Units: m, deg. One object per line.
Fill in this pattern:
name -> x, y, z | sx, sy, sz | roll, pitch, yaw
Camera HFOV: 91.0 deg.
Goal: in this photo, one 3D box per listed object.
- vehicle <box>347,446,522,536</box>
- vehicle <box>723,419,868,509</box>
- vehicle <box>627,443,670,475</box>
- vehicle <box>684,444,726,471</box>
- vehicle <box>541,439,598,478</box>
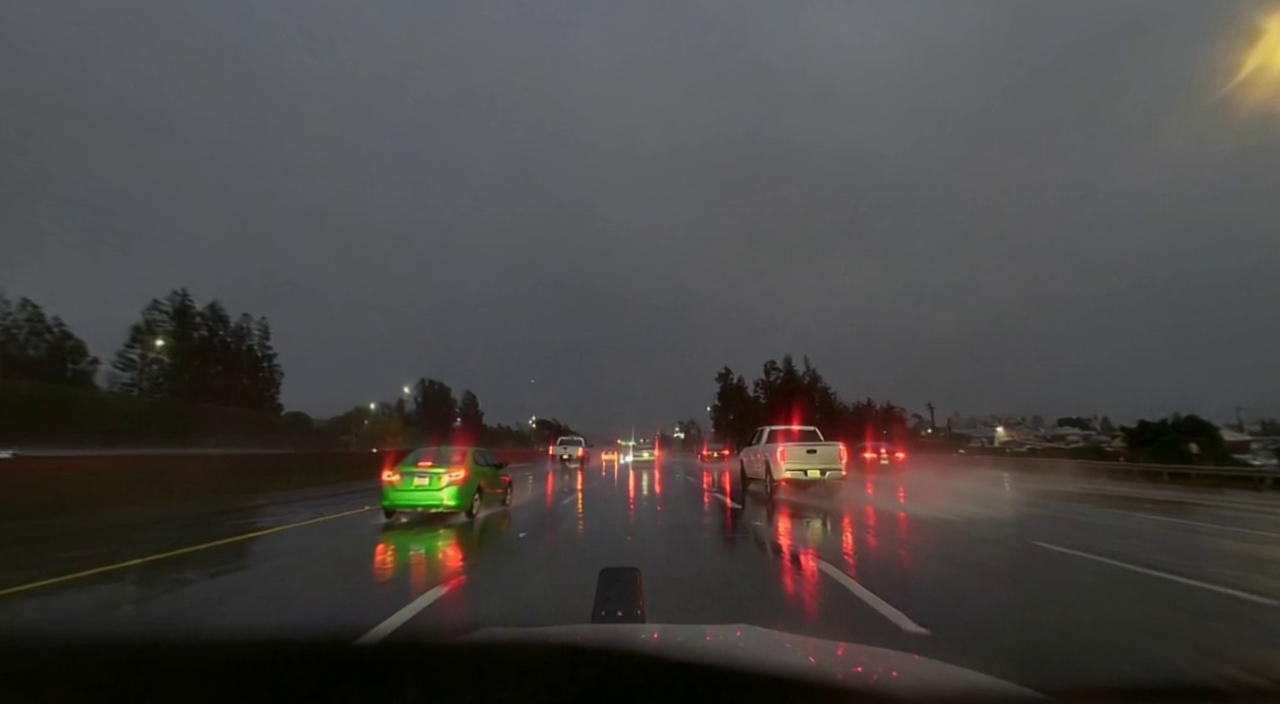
vehicle -> -3.733, 2.581, 12.377 | 1.947, 1.424, 4.264 | 0, -9, 1
vehicle -> 3.745, 2.845, 16.493 | 2.340, 1.925, 5.529 | 0, -9, -1
vehicle -> 0.446, 5.754, 34.049 | 2.147, 1.572, 4.094 | 0, -9, 0
vehicle -> 4.050, 6.652, 39.889 | 2.145, 1.636, 4.437 | 0, -9, -1
vehicle -> -3.444, 5.302, 31.628 | 2.176, 1.783, 4.799 | 0, -9, 2
